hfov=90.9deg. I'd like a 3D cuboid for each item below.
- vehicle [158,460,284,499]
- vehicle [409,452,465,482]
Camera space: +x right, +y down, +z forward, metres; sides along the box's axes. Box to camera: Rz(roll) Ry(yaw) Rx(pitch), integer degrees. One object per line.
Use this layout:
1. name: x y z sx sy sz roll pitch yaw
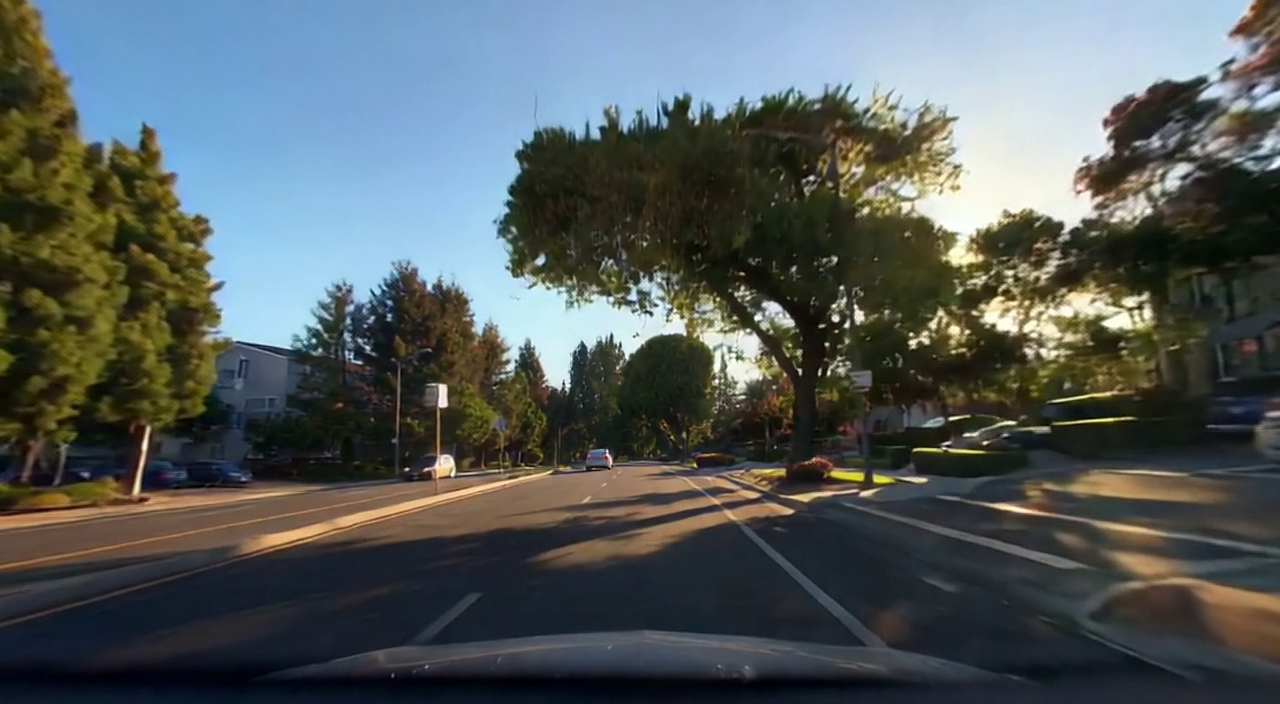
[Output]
1. vehicle: -19.522 5.946 29.507 4.553 1.681 1.931 -1 -9 4
2. vehicle: -13.056 7.411 40.843 2.005 1.739 4.563 0 -9 2
